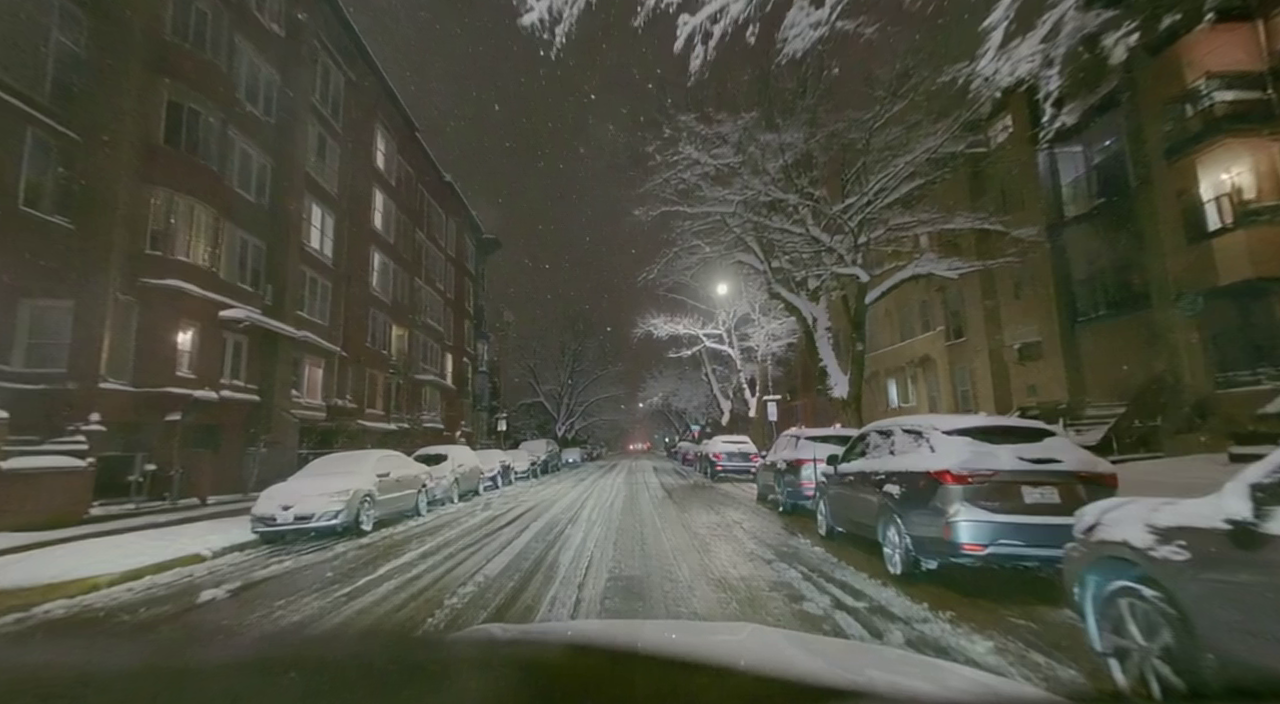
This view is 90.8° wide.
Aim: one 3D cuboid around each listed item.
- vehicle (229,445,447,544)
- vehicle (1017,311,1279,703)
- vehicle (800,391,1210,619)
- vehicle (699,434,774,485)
[{"bbox_3d":[-5.237,2.475,11.755,1.772,1.466,4.342,0,-8,2],"label":"vehicle"},{"bbox_3d":[3.471,0.643,1.481,2.131,1.829,4.894,0,-8,0],"label":"vehicle"},{"bbox_3d":[3.621,1.608,7.664,2.093,1.801,4.788,2,-8,0],"label":"vehicle"},{"bbox_3d":[3.707,4.241,25.266,2.082,1.809,4.998,0,-8,-2],"label":"vehicle"}]
